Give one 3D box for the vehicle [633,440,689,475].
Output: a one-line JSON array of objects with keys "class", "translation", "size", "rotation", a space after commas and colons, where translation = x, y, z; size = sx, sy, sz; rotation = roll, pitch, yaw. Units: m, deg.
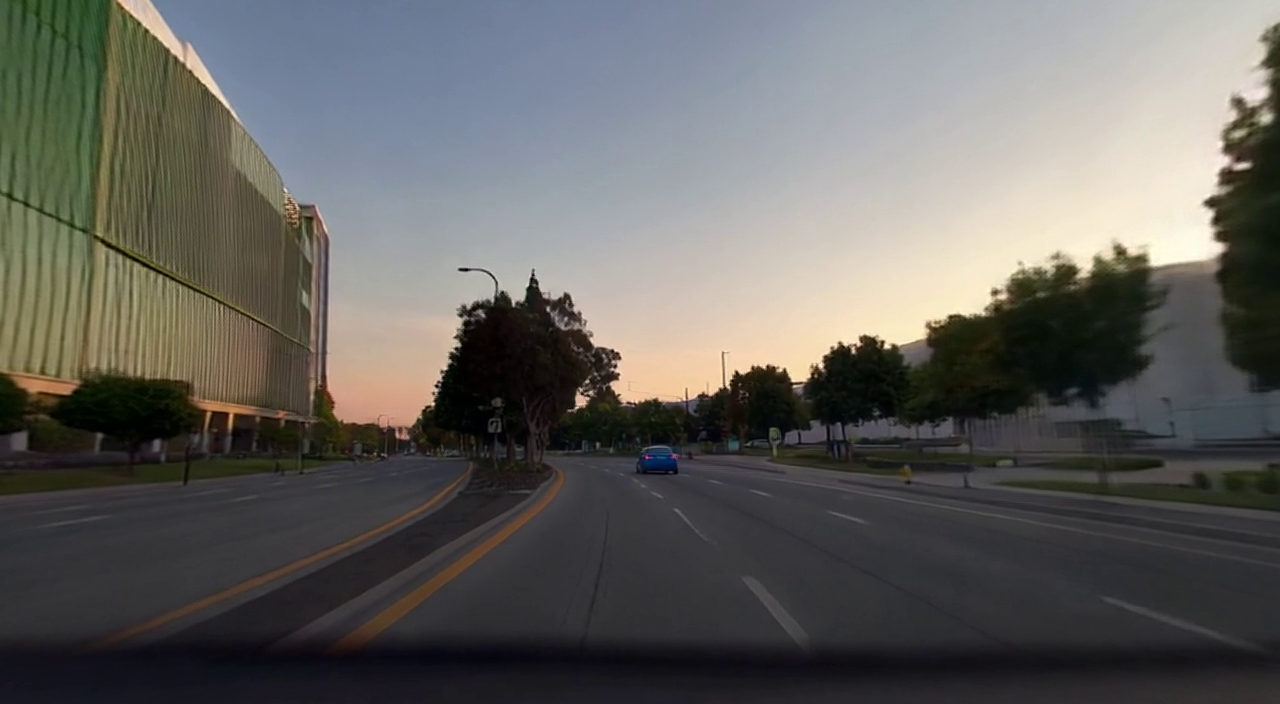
[{"class": "vehicle", "translation": [0.966, 5.300, 31.973], "size": [2.165, 1.633, 4.381], "rotation": [1, -8, -7]}]
